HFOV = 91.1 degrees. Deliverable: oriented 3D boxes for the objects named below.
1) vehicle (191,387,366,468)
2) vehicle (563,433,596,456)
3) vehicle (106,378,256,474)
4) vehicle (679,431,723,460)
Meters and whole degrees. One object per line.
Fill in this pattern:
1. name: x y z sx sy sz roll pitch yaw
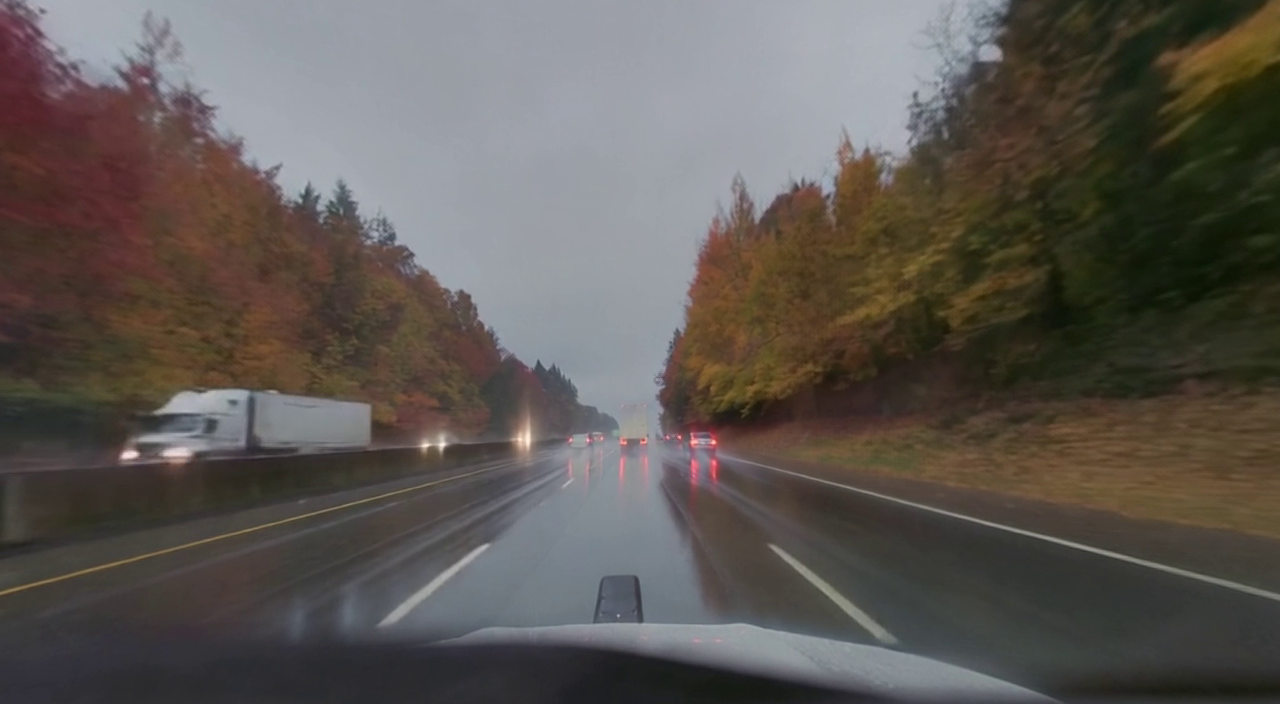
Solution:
1. vehicle: -21.029 4.712 38.192 2.931 4.041 13.156 0 -8 -1
2. vehicle: -4.175 6.418 43.878 2.027 1.501 3.920 0 -8 -1
3. vehicle: -20.943 3.442 29.085 3.119 4.054 4.699 0 -7 1
4. vehicle: 3.303 5.165 34.892 1.882 1.492 3.958 0 -8 -2
